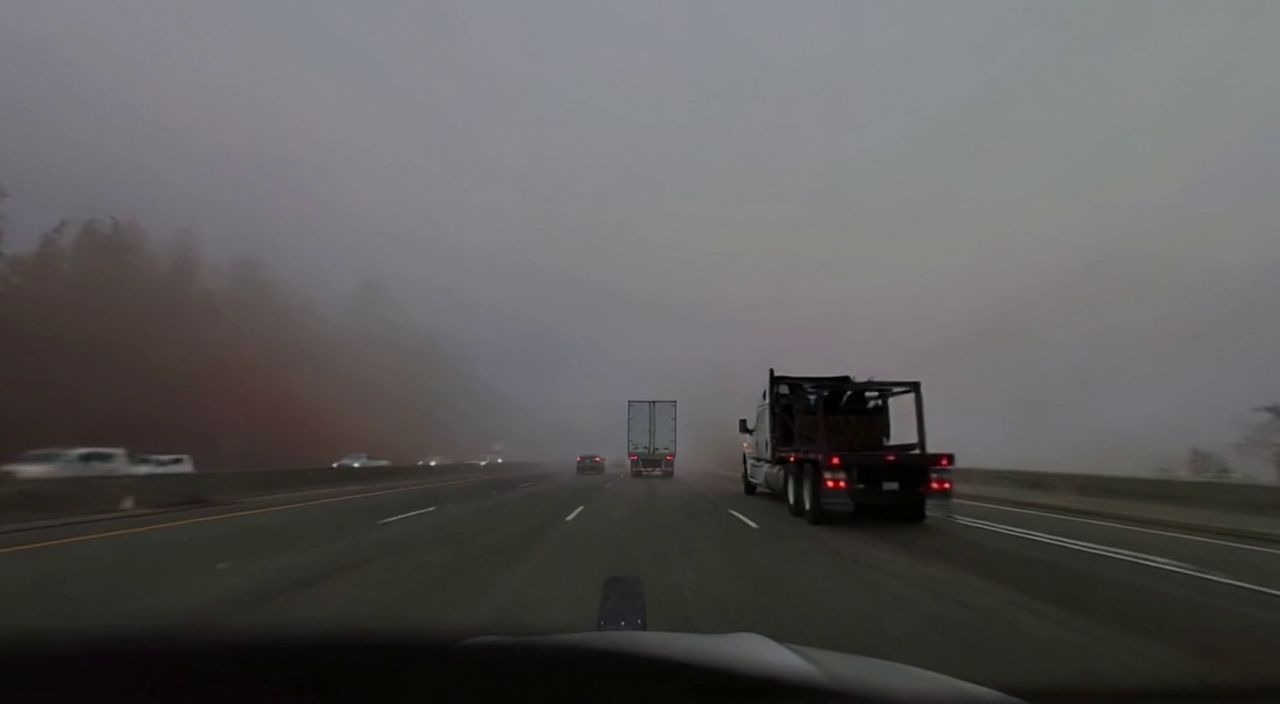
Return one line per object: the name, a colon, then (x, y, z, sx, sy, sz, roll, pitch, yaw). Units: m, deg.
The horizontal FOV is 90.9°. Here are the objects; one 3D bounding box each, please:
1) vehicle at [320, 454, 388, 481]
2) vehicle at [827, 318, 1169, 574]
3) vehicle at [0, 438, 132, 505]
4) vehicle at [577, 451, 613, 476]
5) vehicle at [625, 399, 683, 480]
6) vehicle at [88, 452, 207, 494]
vehicle: (-18.179, 7.354, 40.322, 2.081, 1.575, 4.555, 0, -9, 1)
vehicle: (4.607, 1.326, 9.115, 2.565, 2.902, 3.798, 0, -9, 0)
vehicle: (-18.550, 3.554, 19.075, 2.150, 1.800, 4.867, 0, -9, 1)
vehicle: (-2.891, 7.289, 41.448, 2.061, 1.555, 3.900, 0, -9, 1)
vehicle: (0.672, 5.333, 37.853, 2.875, 4.056, 12.312, 0, -9, 0)
vehicle: (-21.848, 5.338, 28.213, 1.894, 1.678, 4.245, 0, -9, 0)
